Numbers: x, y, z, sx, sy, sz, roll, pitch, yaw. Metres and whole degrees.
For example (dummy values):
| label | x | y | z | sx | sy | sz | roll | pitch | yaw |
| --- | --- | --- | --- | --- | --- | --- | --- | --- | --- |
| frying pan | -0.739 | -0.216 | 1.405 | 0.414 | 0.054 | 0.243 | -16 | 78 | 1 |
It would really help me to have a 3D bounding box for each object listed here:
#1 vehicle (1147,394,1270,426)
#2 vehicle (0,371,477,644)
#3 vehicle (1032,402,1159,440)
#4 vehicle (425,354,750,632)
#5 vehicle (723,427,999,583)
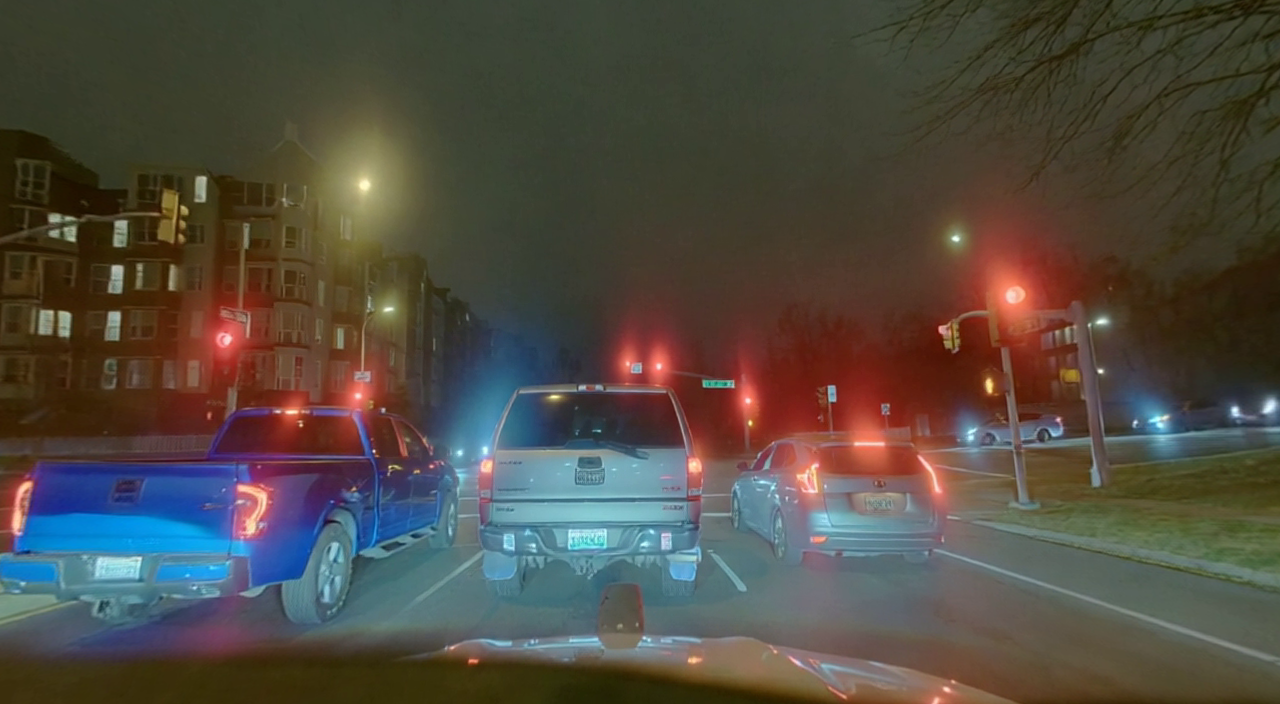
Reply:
| label | x | y | z | sx | sy | sz | roll | pitch | yaw |
| --- | --- | --- | --- | --- | --- | --- | --- | --- | --- |
| vehicle | 29.298 | 3.034 | 32.658 | 4.540 | 1.543 | 1.803 | 0 | -9 | 0 |
| vehicle | -3.469 | 1.423 | 6.901 | 2.146 | 1.828 | 5.148 | 0 | -9 | -2 |
| vehicle | 23.278 | 3.584 | 32.475 | 4.721 | 1.866 | 2.188 | 0 | -9 | 2 |
| vehicle | -0.403 | 1.316 | 6.770 | 2.282 | 1.964 | 4.421 | 0 | -9 | -1 |
| vehicle | 2.421 | 1.806 | 8.313 | 2.016 | 1.481 | 4.336 | 0 | -9 | -1 |
